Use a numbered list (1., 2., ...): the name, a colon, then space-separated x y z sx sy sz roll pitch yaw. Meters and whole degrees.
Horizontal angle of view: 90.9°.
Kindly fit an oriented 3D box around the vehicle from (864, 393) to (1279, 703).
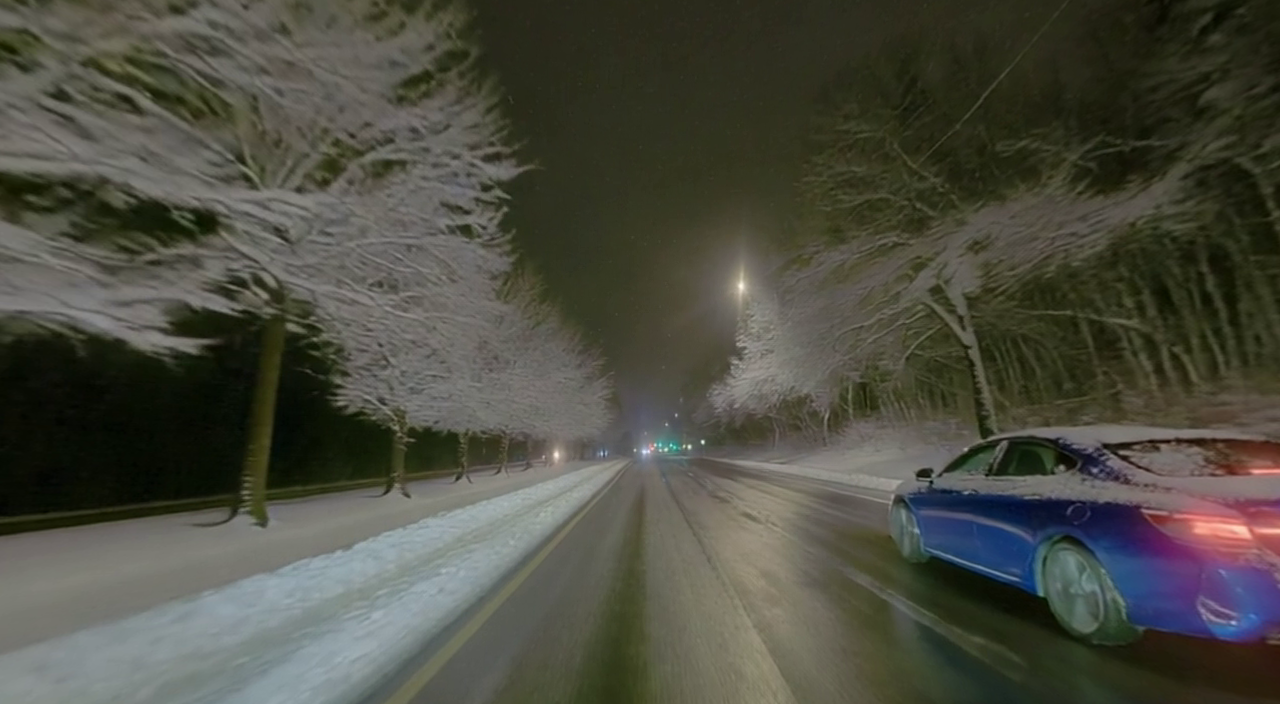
1. vehicle: 3.682 1.280 4.937 2.061 1.503 4.823 0 -9 0
